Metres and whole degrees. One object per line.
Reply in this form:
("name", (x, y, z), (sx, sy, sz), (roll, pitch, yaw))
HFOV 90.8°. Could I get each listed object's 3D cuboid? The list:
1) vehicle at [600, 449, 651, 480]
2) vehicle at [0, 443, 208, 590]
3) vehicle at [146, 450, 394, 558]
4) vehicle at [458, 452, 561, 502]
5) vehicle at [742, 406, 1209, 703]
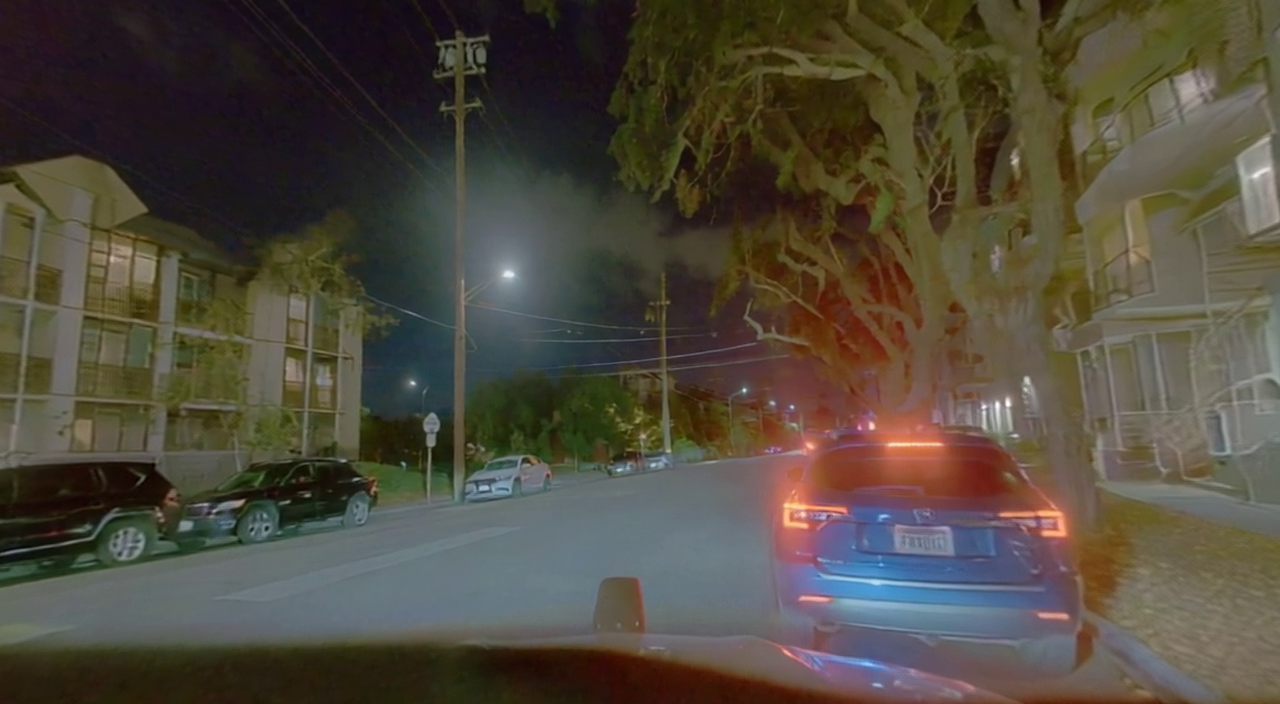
("vehicle", (-0.841, 7.038, 39.893), (2.011, 1.801, 4.676), (-2, -9, 15))
("vehicle", (-9.053, 2.327, 8.729), (1.973, 1.848, 5.100), (-10, -11, 12))
("vehicle", (-7.693, 3.171, 13.805), (2.068, 1.745, 4.579), (-9, -11, 11))
("vehicle", (-5.056, 4.969, 25.150), (2.017, 1.582, 4.664), (-9, -13, 14))
("vehicle", (2.187, 1.384, 5.387), (2.030, 1.535, 4.683), (-2, -9, 16))
